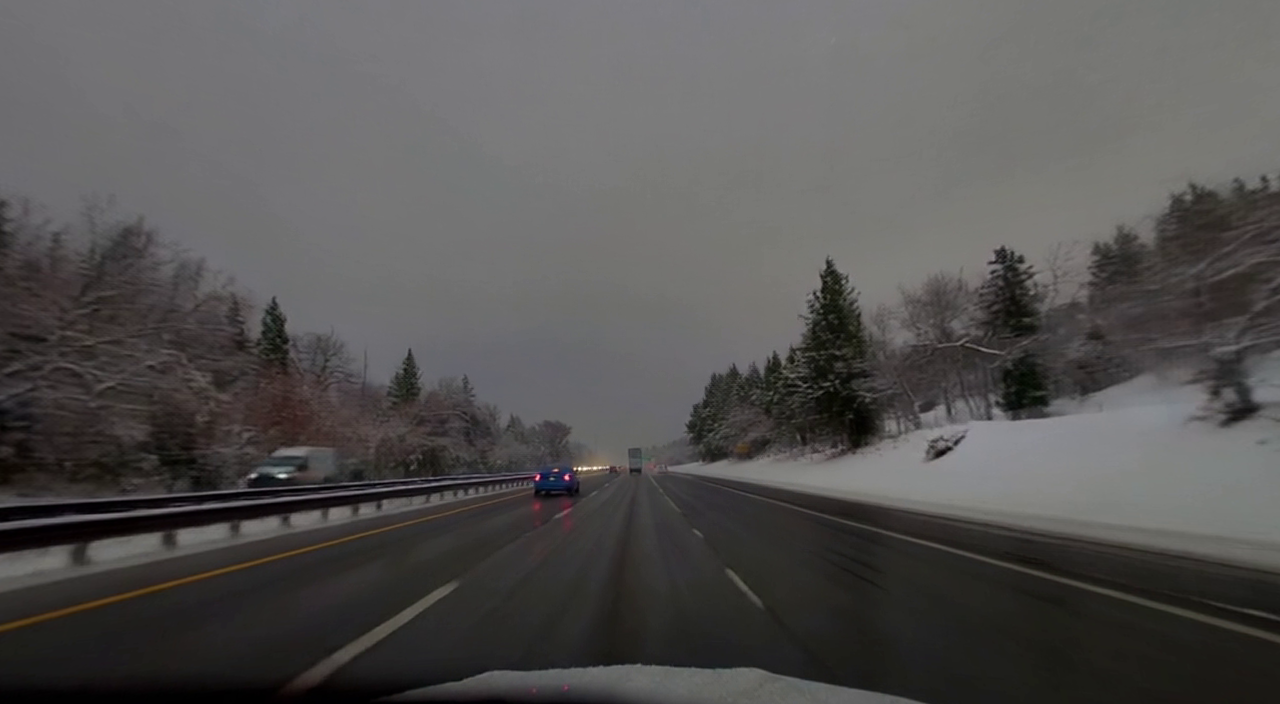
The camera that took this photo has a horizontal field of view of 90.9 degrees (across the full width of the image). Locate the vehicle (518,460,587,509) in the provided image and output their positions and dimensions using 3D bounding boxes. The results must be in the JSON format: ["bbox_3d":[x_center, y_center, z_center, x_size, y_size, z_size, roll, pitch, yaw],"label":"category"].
[{"bbox_3d":[-2.983,4.638,22.324,1.797,1.532,4.072,1,-10,1],"label":"vehicle"}]

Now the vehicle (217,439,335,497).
[{"bbox_3d":[-19.369,6.287,34.054,2.562,2.777,6.237,-1,-11,0],"label":"vehicle"}]
